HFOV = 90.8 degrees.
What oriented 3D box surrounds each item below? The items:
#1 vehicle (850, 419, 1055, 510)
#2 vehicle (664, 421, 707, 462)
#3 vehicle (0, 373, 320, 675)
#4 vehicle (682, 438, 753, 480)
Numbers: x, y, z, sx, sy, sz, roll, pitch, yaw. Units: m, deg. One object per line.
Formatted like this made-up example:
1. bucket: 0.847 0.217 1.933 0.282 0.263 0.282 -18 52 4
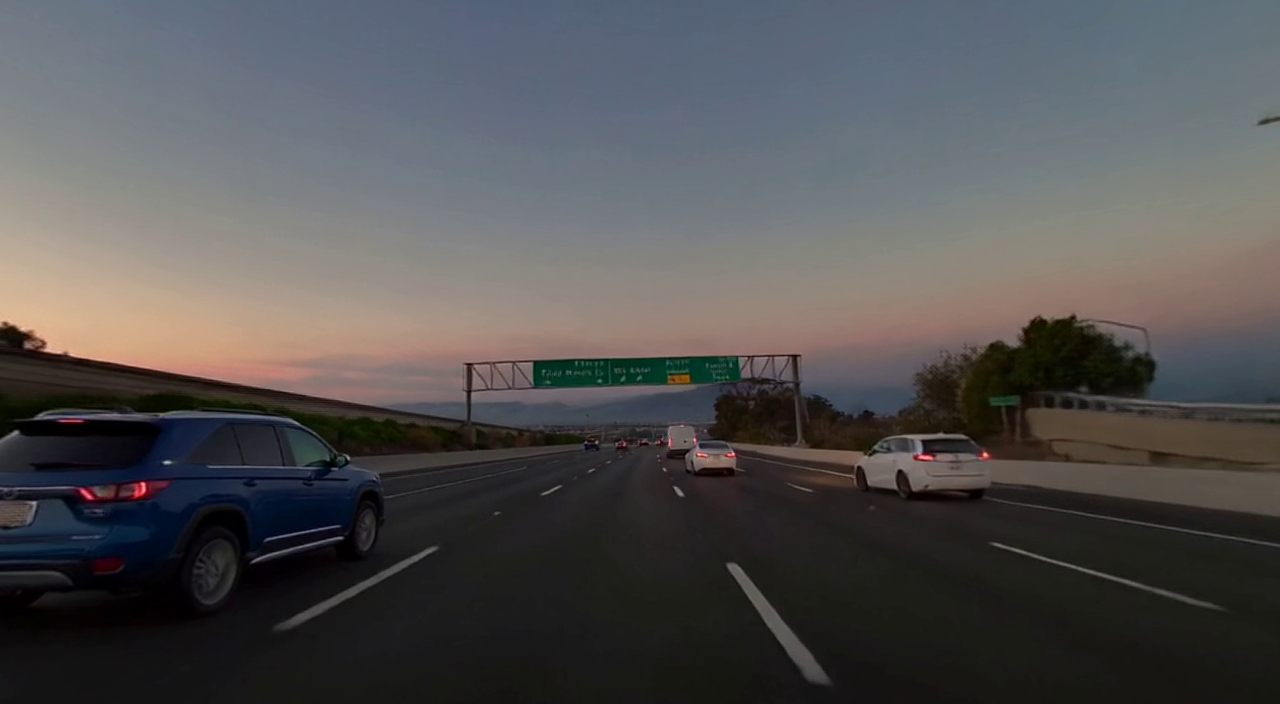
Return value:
1. vehicle: 6.745 2.487 14.462 2.184 1.712 4.856 0 -8 0
2. vehicle: 3.148 6.439 45.404 2.629 2.718 6.740 0 -8 0
3. vehicle: -4.513 1.128 4.719 2.000 1.646 4.201 0 -8 0
4. vehicle: 2.938 4.203 25.148 2.108 1.509 5.059 0 -8 -1
